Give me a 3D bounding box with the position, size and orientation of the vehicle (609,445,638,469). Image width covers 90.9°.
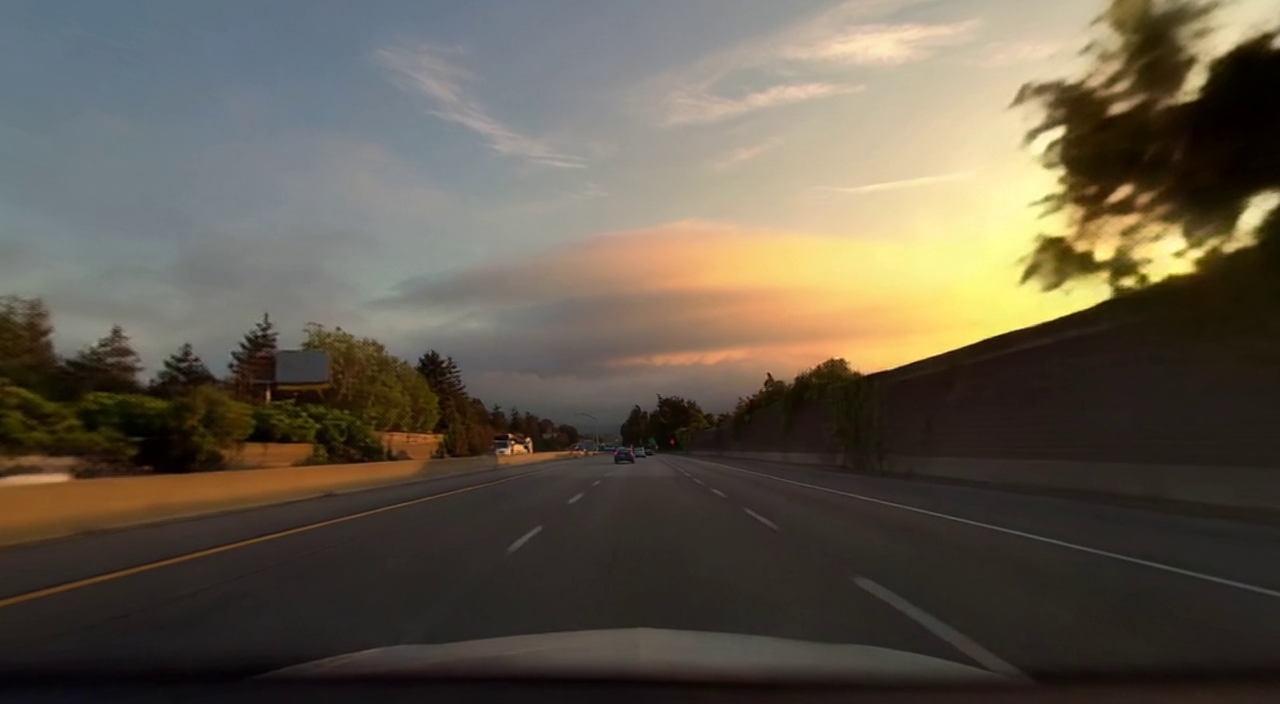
[{"bbox_3d":[-1.128,7.337,44.174,1.873,1.529,3.953,0,-9,0],"label":"vehicle"}]
